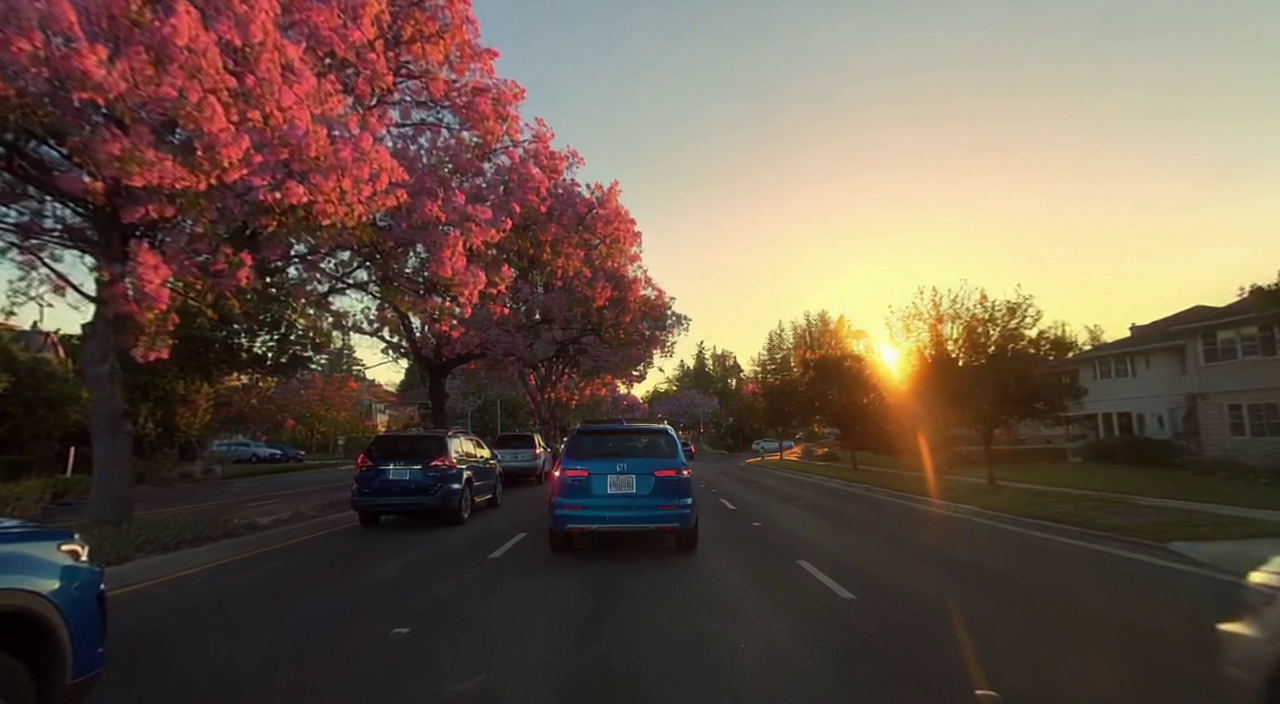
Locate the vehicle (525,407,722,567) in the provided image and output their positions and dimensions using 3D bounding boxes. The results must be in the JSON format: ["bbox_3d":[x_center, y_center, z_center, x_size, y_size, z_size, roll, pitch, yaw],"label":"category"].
[{"bbox_3d":[-0.191,1.744,8.878,2.112,1.693,4.058,0,-8,0],"label":"vehicle"}]

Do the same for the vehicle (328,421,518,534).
[{"bbox_3d":[-3.667,2.200,11.656,1.948,1.668,4.279,0,-8,0],"label":"vehicle"}]

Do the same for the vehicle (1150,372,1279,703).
[{"bbox_3d":[3.250,0.646,0.639,1.932,1.578,4.217,1,-8,0],"label":"vehicle"}]

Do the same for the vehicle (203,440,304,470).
[{"bbox_3d":[-28.503,7.591,46.832,5.856,2.096,2.481,3,-9,-18],"label":"vehicle"}]

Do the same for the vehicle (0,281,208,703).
[{"bbox_3d":[-3.519,0.509,0.956,2.304,1.928,4.833,0,-8,-1],"label":"vehicle"}]
